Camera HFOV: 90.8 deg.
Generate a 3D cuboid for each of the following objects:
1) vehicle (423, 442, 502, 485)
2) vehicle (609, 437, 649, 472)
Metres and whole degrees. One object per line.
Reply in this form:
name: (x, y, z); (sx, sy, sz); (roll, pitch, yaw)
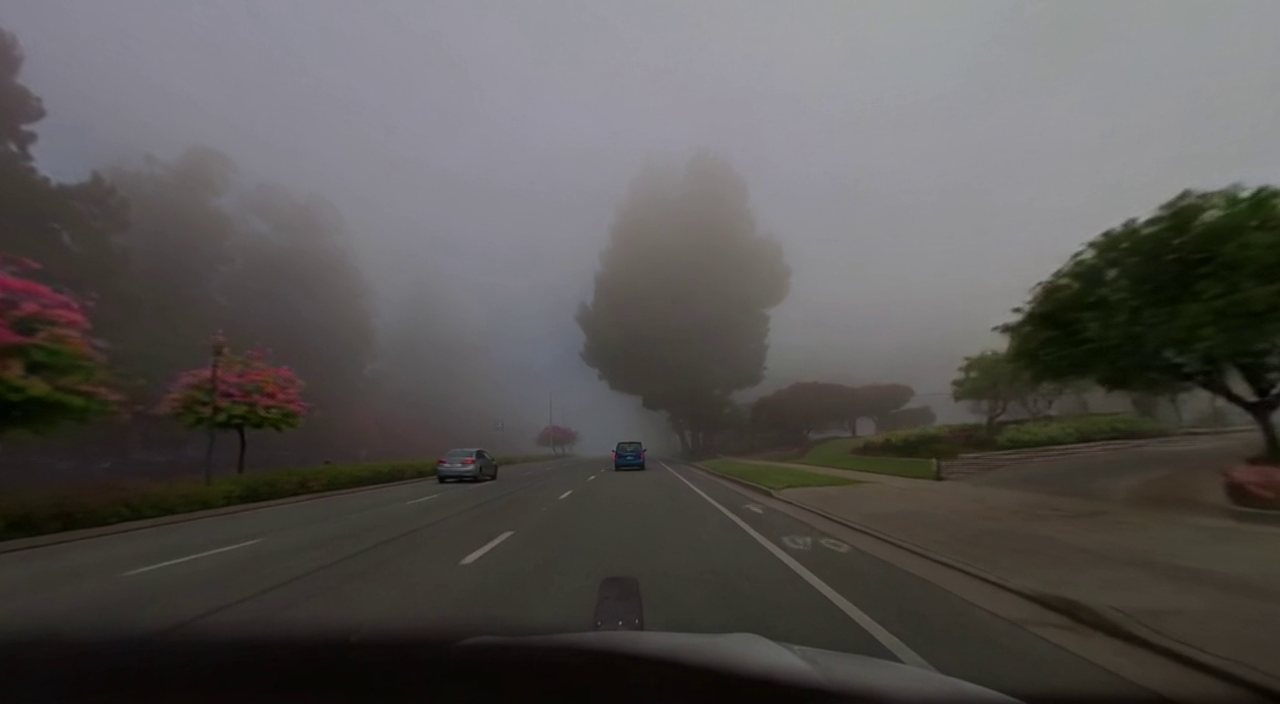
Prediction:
vehicle: (-7.418, 4.699, 26.925); (1.993, 1.657, 4.487); (0, -9, 1)
vehicle: (-0.571, 5.607, 34.827); (2.070, 1.764, 4.552); (0, -9, 0)
